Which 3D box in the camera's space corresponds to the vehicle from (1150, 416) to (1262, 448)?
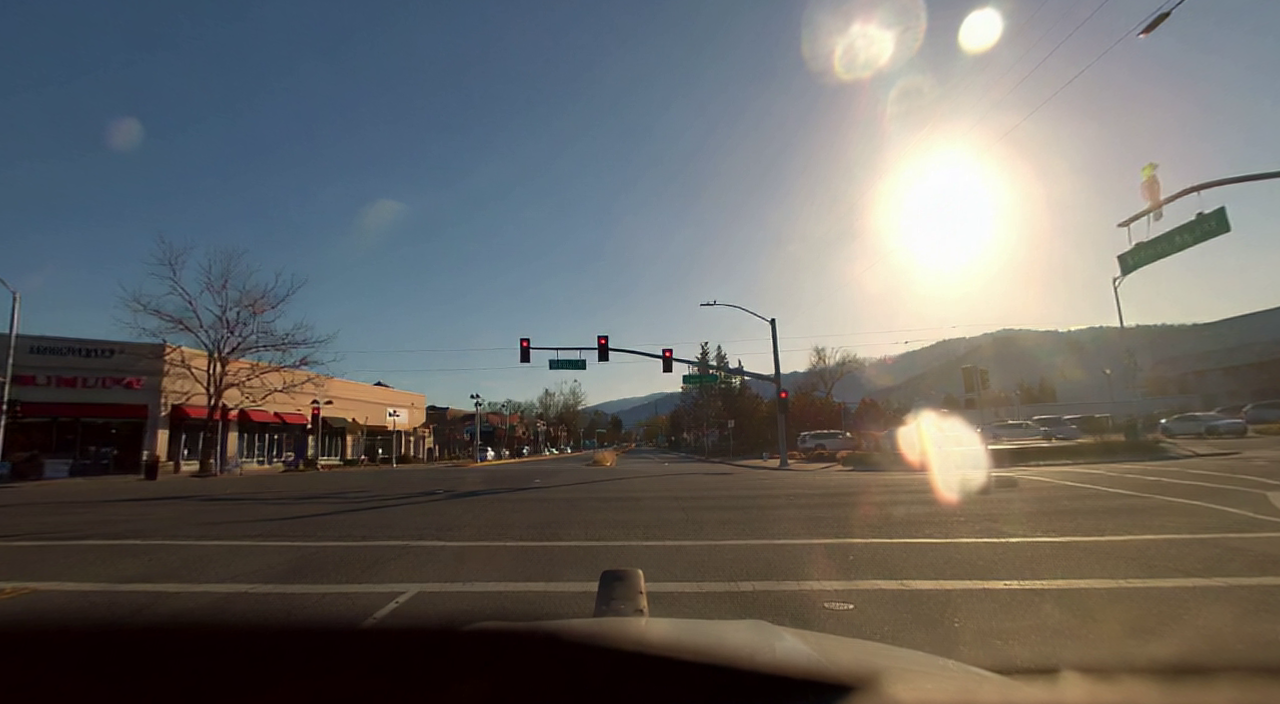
[{"bbox_3d":[28.278,4.067,31.712,1.799,1.459,4.266,-1,-8,3],"label":"vehicle"}]
